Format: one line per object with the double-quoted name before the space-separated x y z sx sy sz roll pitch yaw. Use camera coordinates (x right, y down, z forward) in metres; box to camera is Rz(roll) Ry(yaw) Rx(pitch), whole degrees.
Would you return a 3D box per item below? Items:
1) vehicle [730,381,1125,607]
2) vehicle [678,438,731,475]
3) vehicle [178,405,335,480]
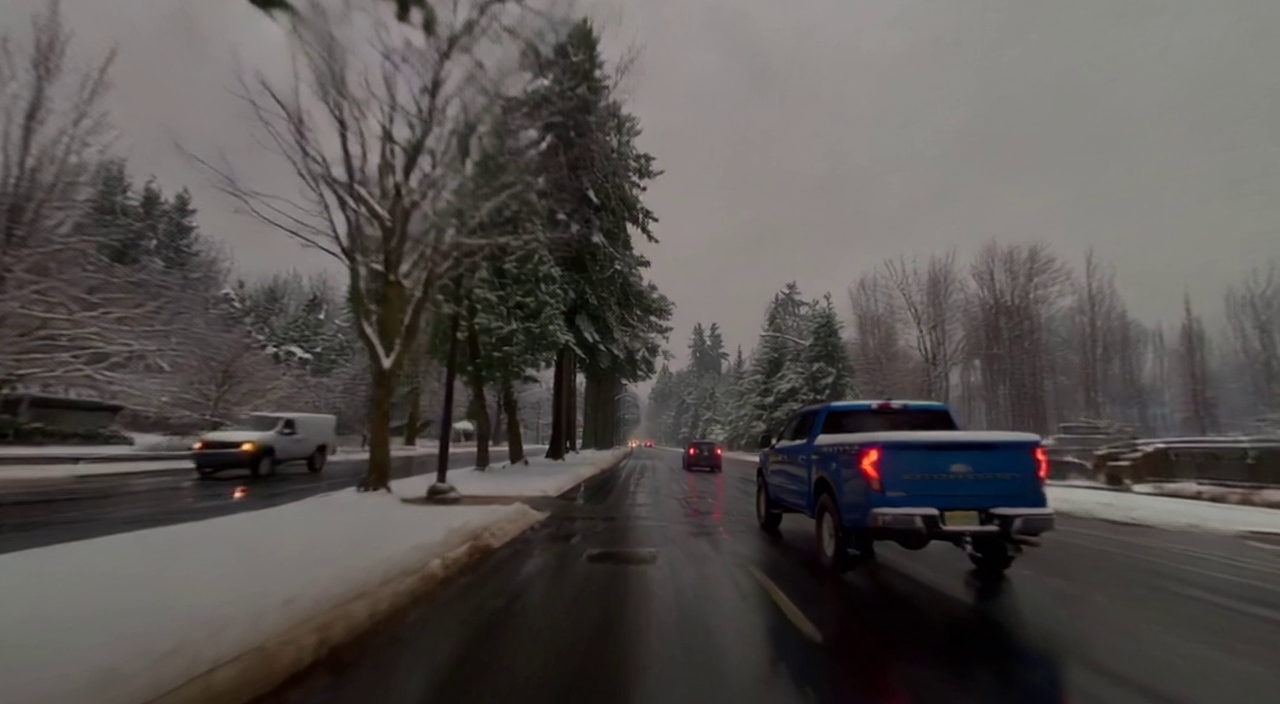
"vehicle" 2.895 1.629 8.366 2.553 1.942 5.679 0 -8 0
"vehicle" 3.157 5.211 31.761 2.108 1.712 4.616 0 -8 0
"vehicle" -14.614 3.533 24.619 2.359 2.543 5.850 0 -8 1
